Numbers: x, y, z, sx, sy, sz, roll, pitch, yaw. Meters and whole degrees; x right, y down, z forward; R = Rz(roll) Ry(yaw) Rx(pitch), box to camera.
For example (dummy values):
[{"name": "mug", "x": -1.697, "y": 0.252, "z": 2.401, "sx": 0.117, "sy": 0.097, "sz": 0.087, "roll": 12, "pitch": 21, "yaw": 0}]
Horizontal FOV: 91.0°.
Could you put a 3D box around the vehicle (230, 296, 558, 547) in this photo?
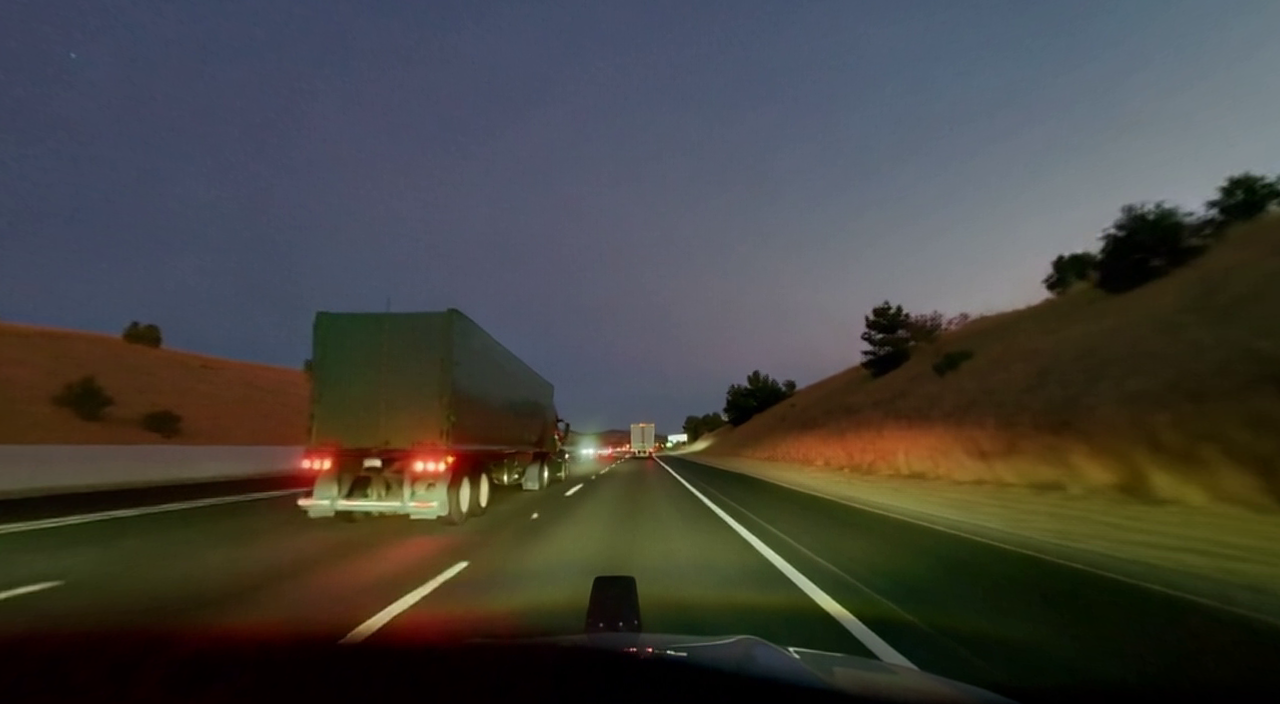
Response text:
[{"name": "vehicle", "x": -3.879, "y": 1.686, "z": 13.695, "sx": 2.789, "sy": 3.271, "sz": 10.894, "roll": 1, "pitch": -9, "yaw": 0}]
